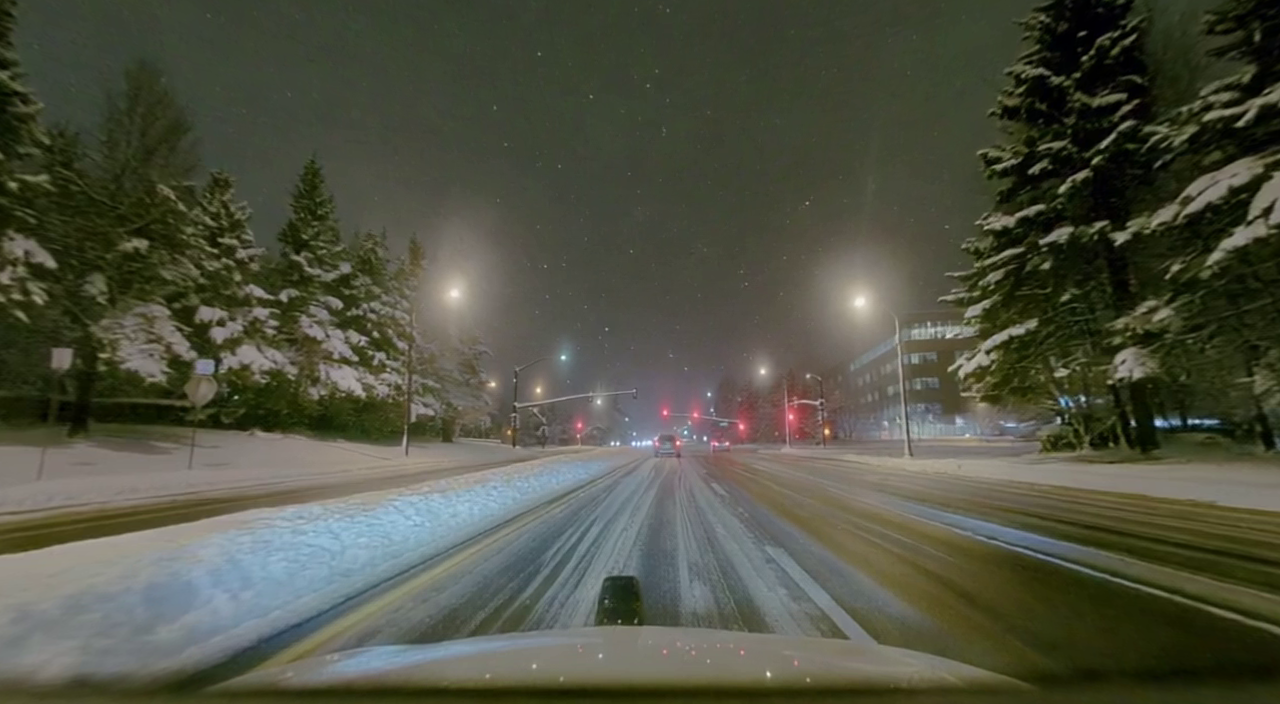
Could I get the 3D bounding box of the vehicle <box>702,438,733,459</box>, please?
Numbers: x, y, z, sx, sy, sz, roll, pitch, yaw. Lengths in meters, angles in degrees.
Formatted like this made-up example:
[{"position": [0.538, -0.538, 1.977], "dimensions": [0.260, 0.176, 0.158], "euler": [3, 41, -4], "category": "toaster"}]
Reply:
[{"position": [5.724, 7.208, 47.202], "dimensions": [1.998, 1.460, 3.898], "euler": [-1, -8, 3], "category": "vehicle"}]
